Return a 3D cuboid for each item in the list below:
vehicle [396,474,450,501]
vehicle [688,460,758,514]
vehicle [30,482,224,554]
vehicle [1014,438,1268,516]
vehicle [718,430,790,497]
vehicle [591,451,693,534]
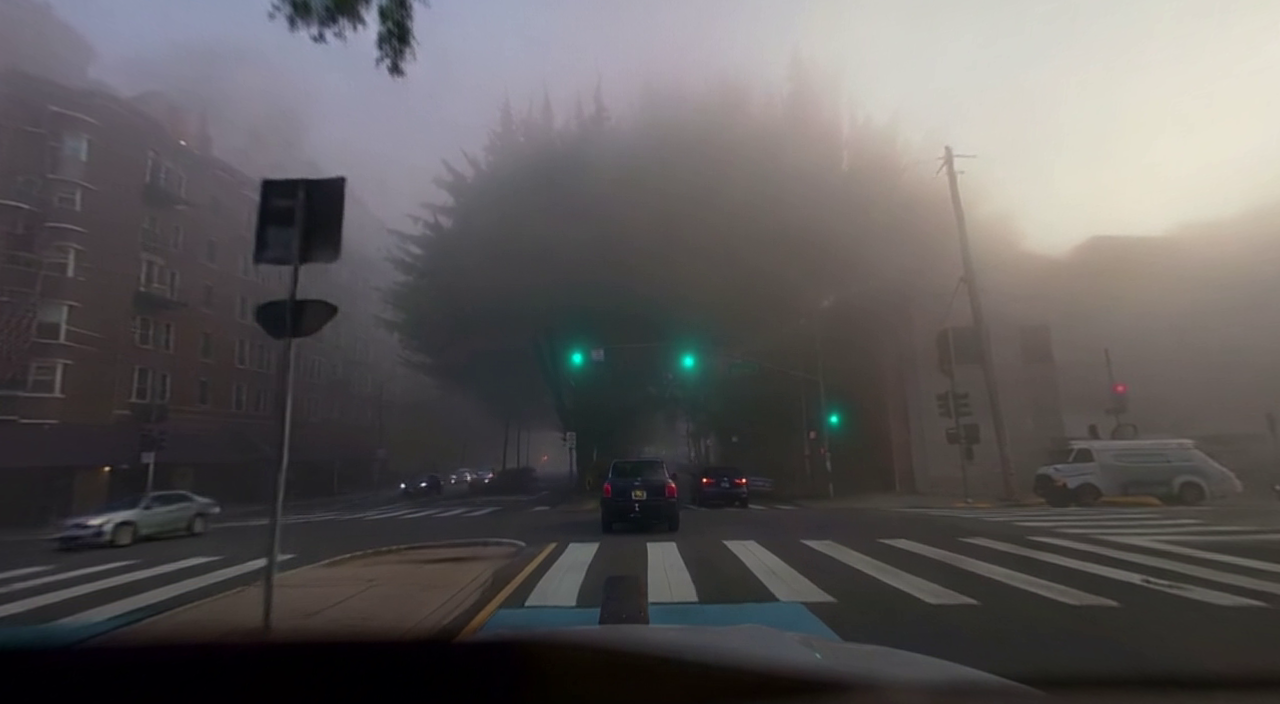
[{"bbox_3d":[-14.379,8.982,42.056,2.043,1.526,4.617,0,-9,-1],"label":"vehicle"},{"bbox_3d":[3.037,5.028,23.910,1.939,1.746,4.091,0,-9,-2],"label":"vehicle"},{"bbox_3d":[-14.203,4.580,17.868,1.856,1.521,4.309,0,-9,0],"label":"vehicle"},{"bbox_3d":[13.966,3.500,17.961,5.156,2.005,2.122,-1,-9,7],"label":"vehicle"},{"bbox_3d":[6.291,6.284,35.999,2.803,3.401,6.688,0,-9,0],"label":"vehicle"},{"bbox_3d":[0.032,3.388,15.839,2.209,1.748,4.130,0,-9,0],"label":"vehicle"}]
